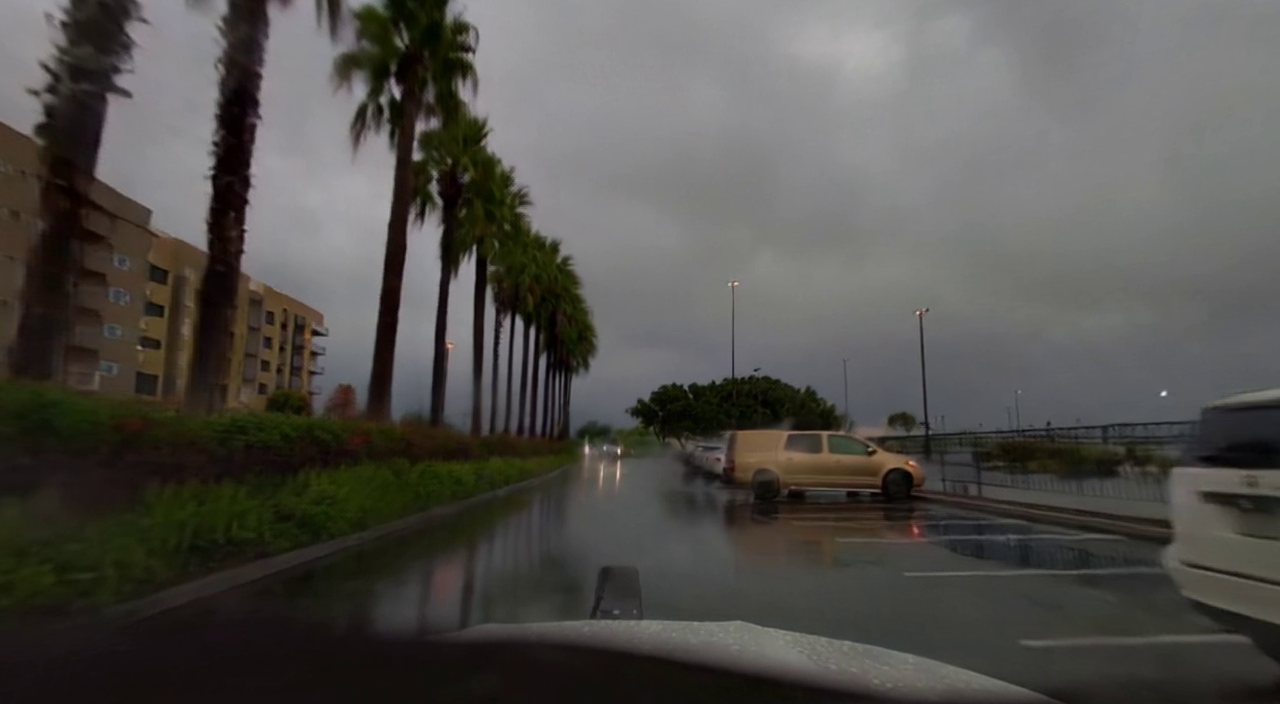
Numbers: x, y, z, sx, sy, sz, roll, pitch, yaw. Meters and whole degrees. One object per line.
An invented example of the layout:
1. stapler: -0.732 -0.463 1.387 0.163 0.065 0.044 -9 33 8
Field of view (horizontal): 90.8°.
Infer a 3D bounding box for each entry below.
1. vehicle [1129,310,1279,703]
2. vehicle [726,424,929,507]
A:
1. vehicle: 5.351 0.803 2.745 4.691 1.877 1.959 2 -9 4
2. vehicle: 4.660 2.892 16.205 4.609 1.734 1.909 3 -9 0
